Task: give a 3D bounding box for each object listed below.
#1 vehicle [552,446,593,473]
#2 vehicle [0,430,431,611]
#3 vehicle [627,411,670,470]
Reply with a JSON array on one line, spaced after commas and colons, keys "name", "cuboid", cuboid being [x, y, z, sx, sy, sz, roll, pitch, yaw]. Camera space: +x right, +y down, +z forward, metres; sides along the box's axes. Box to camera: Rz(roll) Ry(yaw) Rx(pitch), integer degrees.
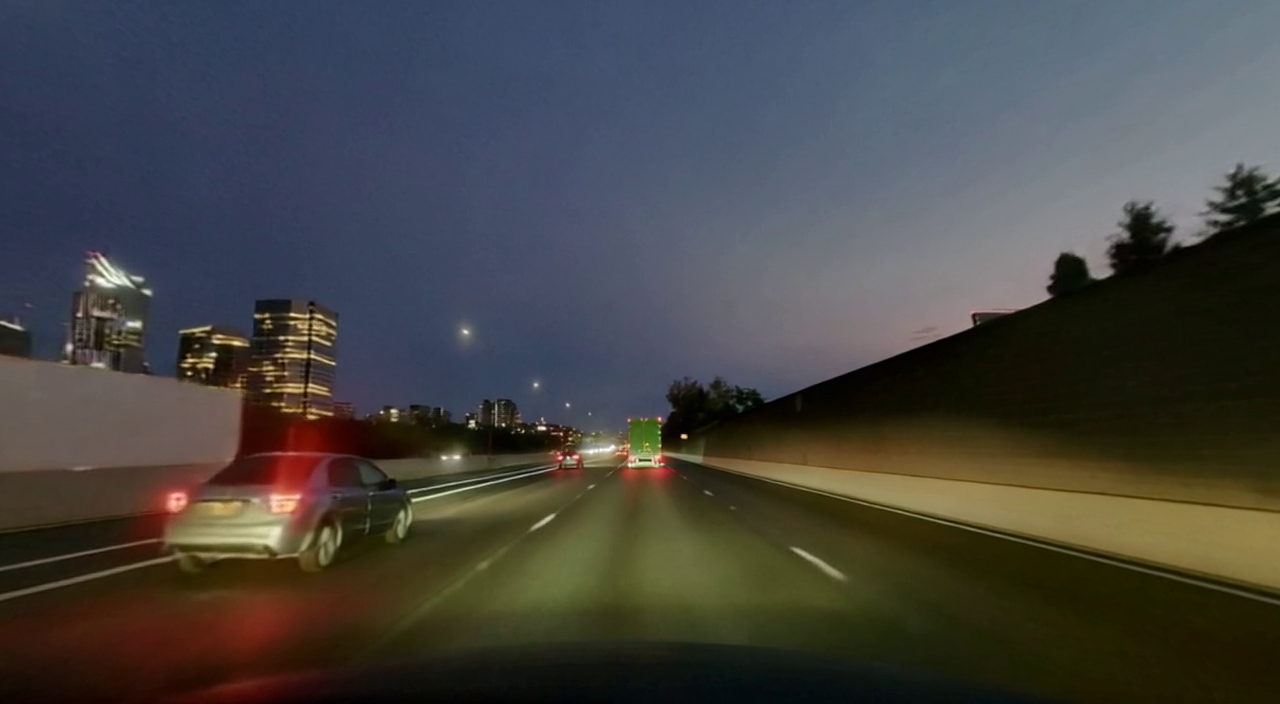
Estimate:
[{"name": "vehicle", "cuboid": [-4.023, 6.502, 38.277, 1.974, 1.531, 4.429, 0, -9, 0]}, {"name": "vehicle", "cuboid": [-4.323, 1.749, 7.618, 1.977, 1.478, 4.702, 0, -9, 0]}, {"name": "vehicle", "cuboid": [0.596, 6.811, 48.169, 2.980, 4.051, 10.359, 0, -9, 0]}]
